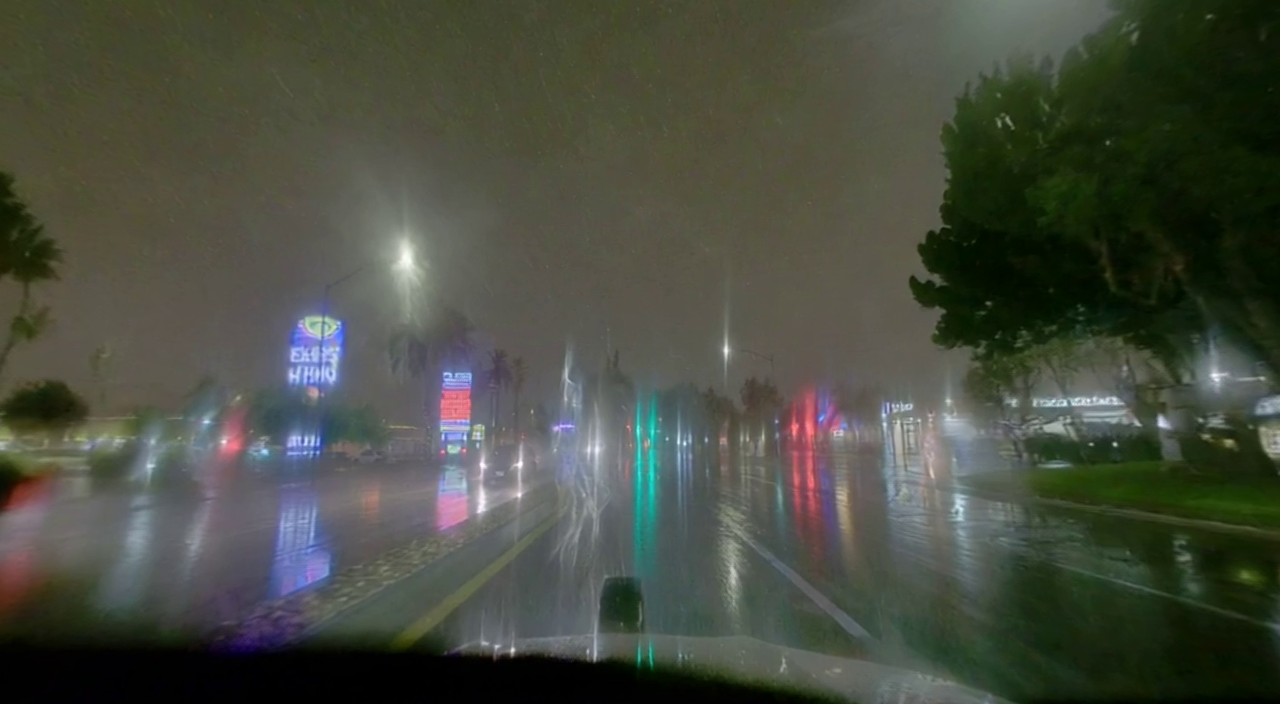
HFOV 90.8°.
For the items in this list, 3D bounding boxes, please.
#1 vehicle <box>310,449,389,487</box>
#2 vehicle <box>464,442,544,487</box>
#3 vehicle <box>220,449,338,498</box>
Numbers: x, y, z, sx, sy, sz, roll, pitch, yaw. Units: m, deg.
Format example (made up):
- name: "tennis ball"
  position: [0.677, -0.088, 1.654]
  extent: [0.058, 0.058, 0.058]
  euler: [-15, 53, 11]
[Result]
- name: "vehicle"
  position: [-13.963, 5.565, 30.629]
  extent: [1.946, 1.489, 4.435]
  euler: [-4, -8, -3]
- name: "vehicle"
  position: [-4.833, 4.062, 23.149]
  extent: [1.934, 1.471, 4.280]
  euler: [0, -8, 1]
- name: "vehicle"
  position: [-14.012, 4.692, 24.906]
  extent: [1.972, 1.504, 5.036]
  euler: [-5, -8, -3]
